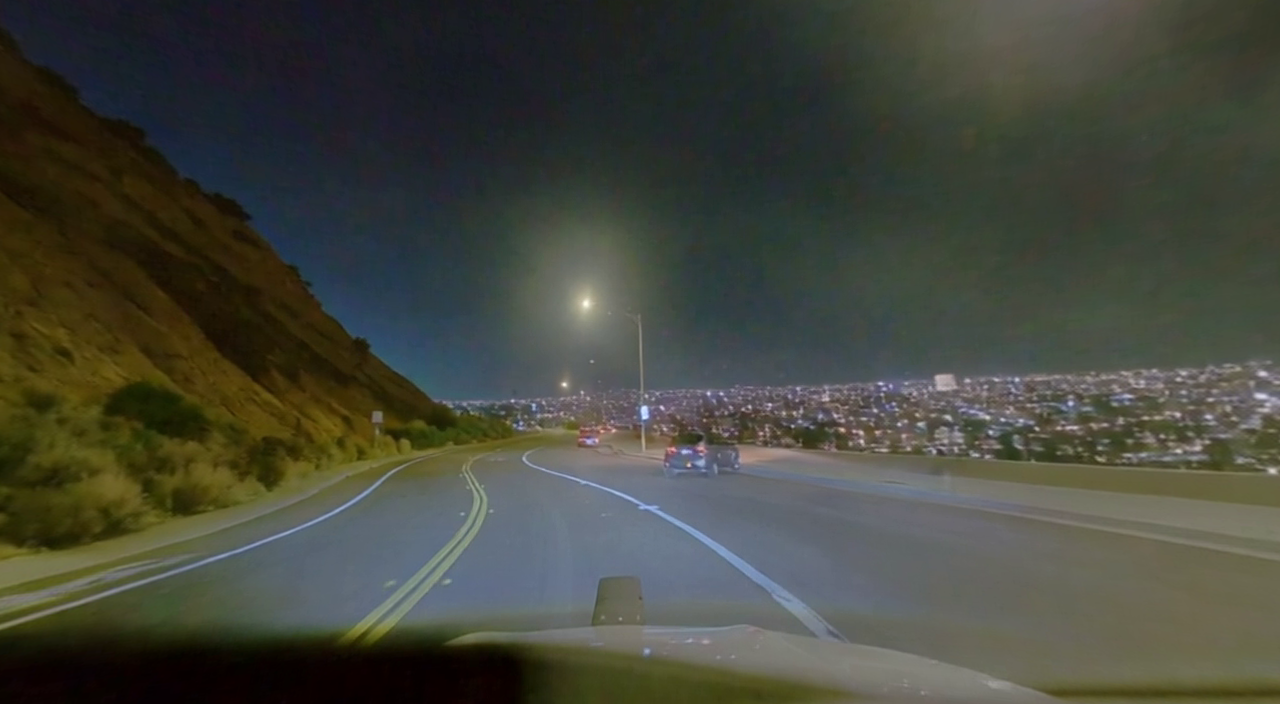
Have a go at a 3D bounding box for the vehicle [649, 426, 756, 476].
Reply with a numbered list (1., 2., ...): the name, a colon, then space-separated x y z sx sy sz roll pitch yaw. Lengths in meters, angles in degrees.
1. vehicle: 2.452 3.693 23.682 2.064 1.667 4.453 -6 -10 34
